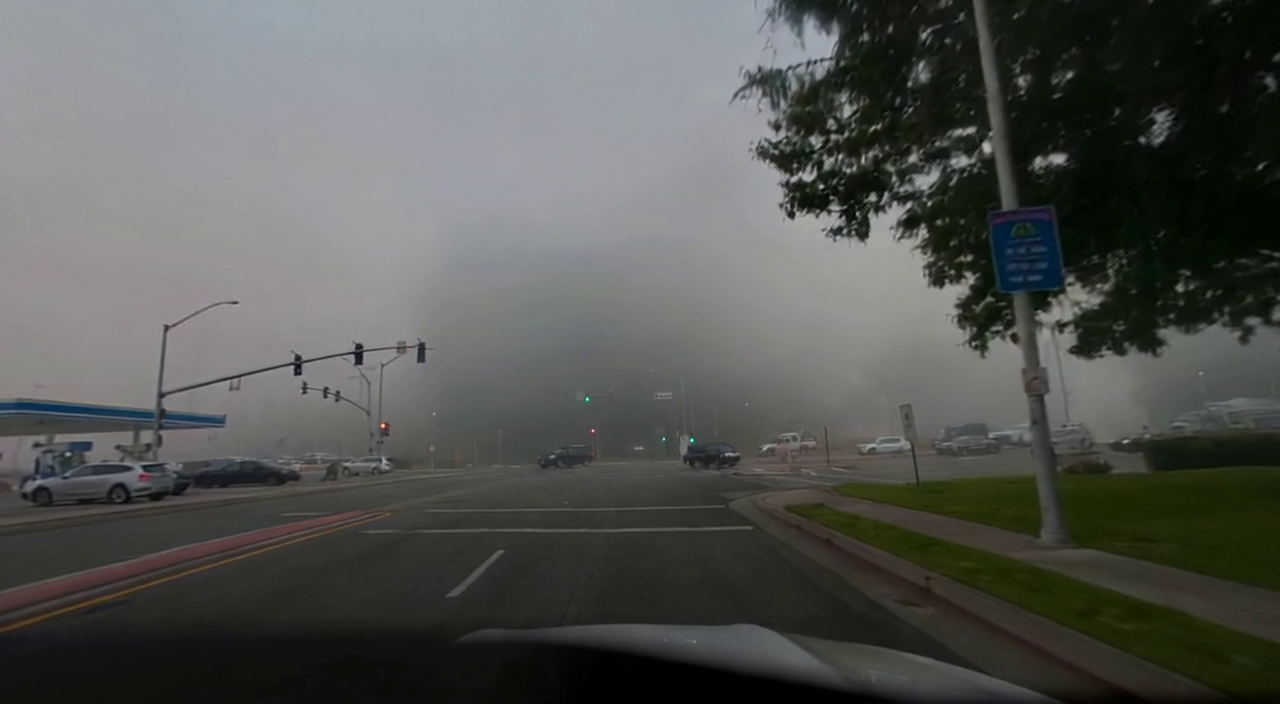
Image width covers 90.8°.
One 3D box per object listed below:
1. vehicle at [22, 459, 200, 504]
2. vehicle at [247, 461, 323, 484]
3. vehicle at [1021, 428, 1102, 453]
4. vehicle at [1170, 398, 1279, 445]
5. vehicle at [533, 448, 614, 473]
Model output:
[{"bbox_3d":[-19.419,4.749,23.370,4.758,1.542,1.941,0,-9,-2],"label":"vehicle"},{"bbox_3d":[-25.609,8.730,45.672,4.407,1.565,1.861,0,-9,3],"label":"vehicle"},{"bbox_3d":[30.351,6.404,45.584,4.286,1.519,2.070,-2,-9,-2],"label":"vehicle"},{"bbox_3d":[42.831,4.901,44.401,8.366,3.165,2.720,0,-8,1],"label":"vehicle"},{"bbox_3d":[-4.159,6.839,40.127,4.763,1.496,1.920,6,-10,-34],"label":"vehicle"}]
